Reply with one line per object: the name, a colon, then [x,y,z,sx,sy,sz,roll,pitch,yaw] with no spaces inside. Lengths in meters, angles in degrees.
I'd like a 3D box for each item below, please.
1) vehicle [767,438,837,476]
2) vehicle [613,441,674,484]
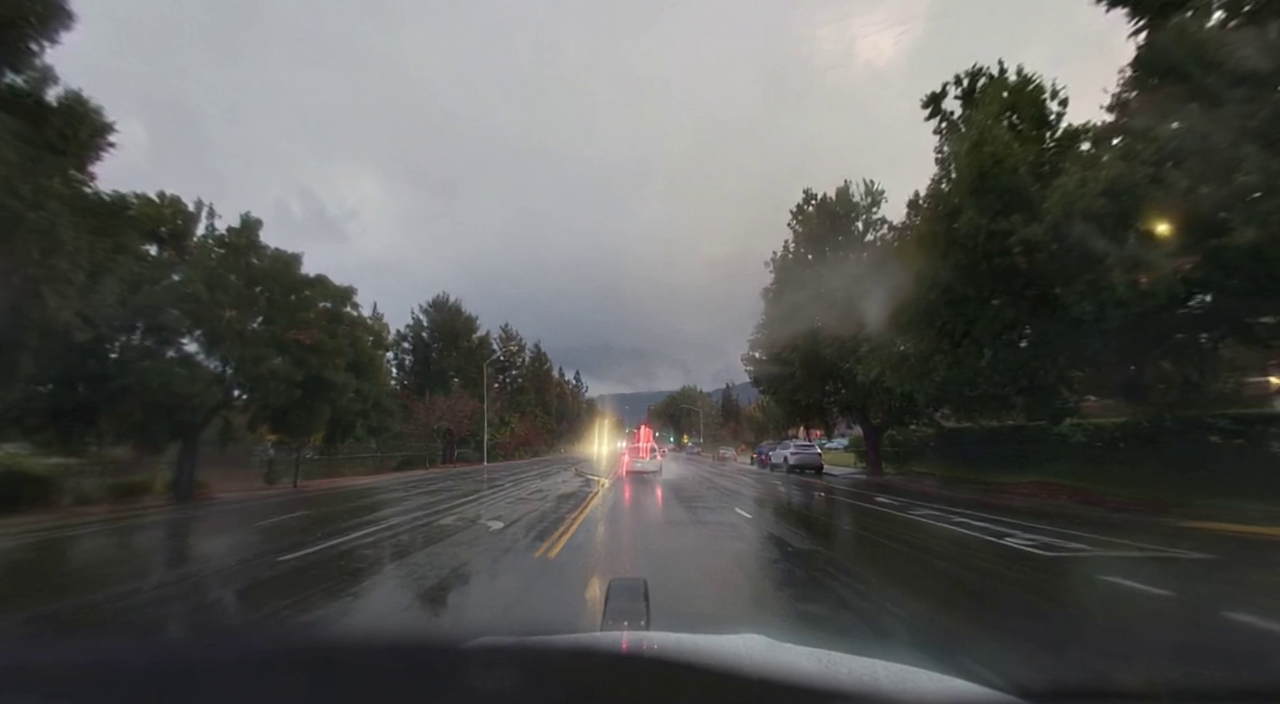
vehicle: [8.273,5.411,32.772,2.185,1.818,5.038,0,-8,-2]
vehicle: [0.103,4.134,23.880,2.099,1.470,4.302,0,-8,0]
